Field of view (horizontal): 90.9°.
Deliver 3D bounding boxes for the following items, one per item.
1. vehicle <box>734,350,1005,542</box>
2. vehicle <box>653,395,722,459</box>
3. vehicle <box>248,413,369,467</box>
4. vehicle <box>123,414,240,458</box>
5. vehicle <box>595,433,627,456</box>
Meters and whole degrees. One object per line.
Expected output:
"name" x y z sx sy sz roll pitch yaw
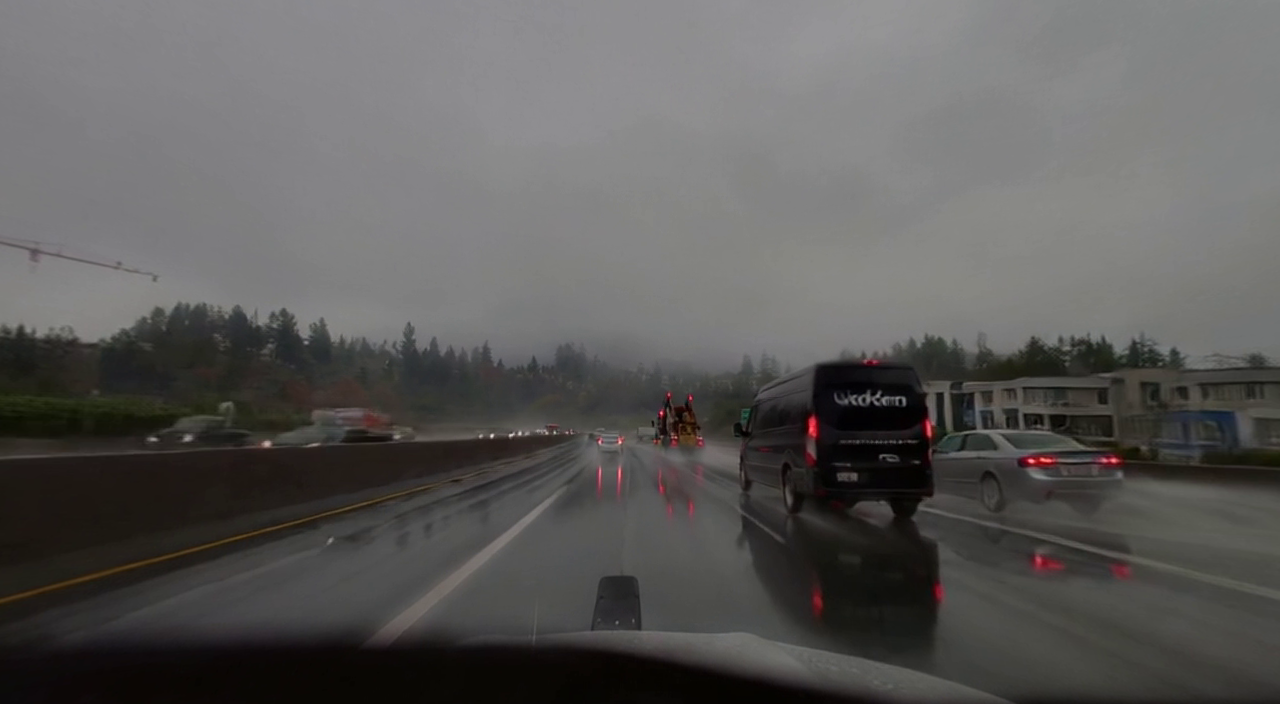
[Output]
"vehicle" 3.449 1.609 11.257 2.386 2.509 5.880 0 -8 -2
"vehicle" 2.894 5.052 41.772 2.912 3.738 10.123 0 -8 -5
"vehicle" -11.491 3.090 22.257 2.046 1.697 4.190 0 -8 -1
"vehicle" -22.576 4.188 31.347 2.076 1.998 5.184 0 -8 -3
"vehicle" -2.076 6.623 45.228 2.217 1.502 4.222 0 -8 -2
